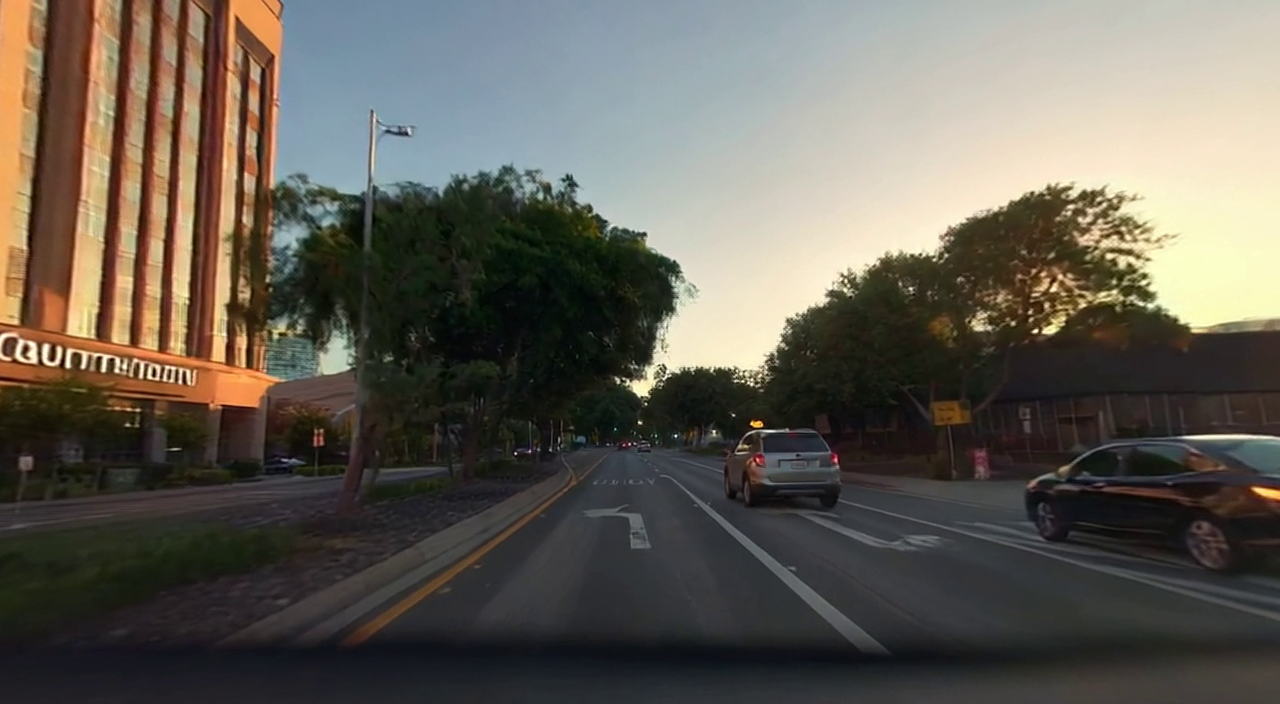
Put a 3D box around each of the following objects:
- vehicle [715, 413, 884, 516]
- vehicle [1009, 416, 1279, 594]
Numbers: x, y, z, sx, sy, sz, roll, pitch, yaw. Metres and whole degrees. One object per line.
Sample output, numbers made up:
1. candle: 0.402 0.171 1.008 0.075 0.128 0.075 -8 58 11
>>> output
1. vehicle: 3.399 2.566 14.876 2.505 1.971 5.162 0 -9 -1
2. vehicle: 6.847 1.658 7.712 2.088 1.524 5.085 -1 -9 6
